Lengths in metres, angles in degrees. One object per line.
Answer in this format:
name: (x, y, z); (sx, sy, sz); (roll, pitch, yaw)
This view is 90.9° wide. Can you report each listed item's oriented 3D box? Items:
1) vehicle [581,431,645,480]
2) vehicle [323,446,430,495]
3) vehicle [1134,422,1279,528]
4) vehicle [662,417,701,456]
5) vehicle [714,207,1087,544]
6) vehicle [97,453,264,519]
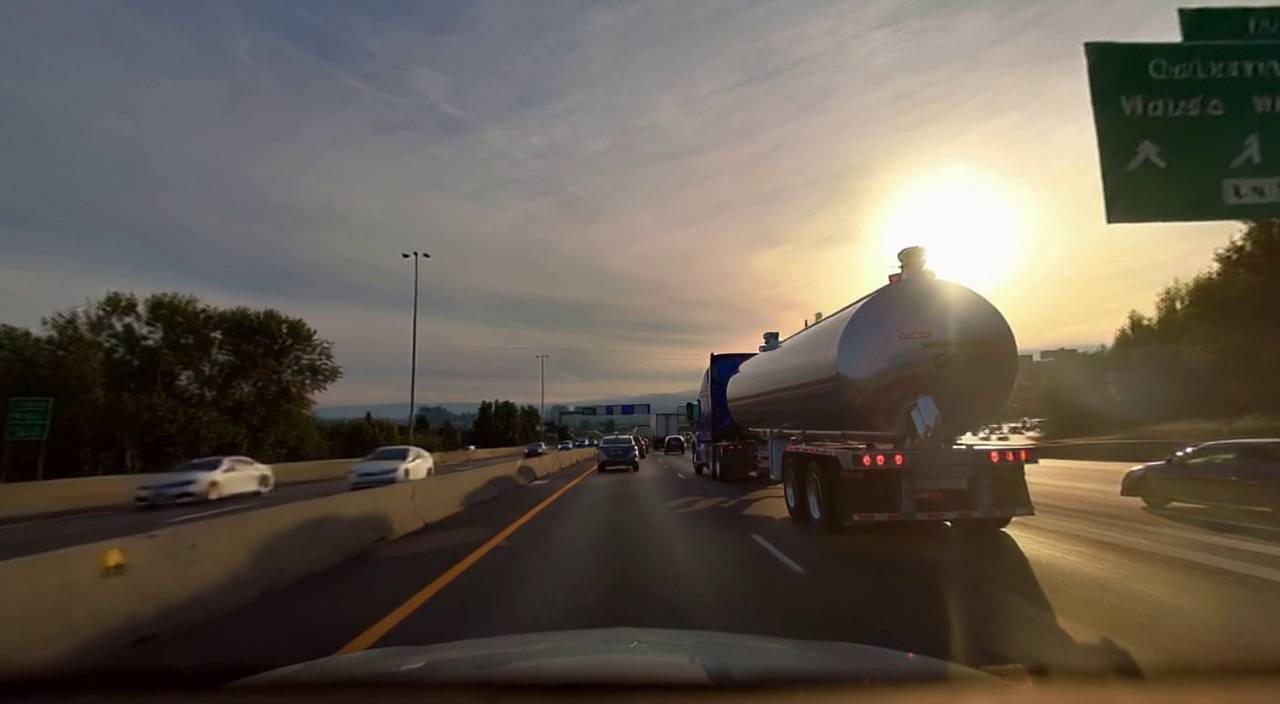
vehicle: (-0.861, 3.481, 21.480); (2.000, 1.510, 3.518); (0, -8, 0)
vehicle: (-8.941, 4.035, 21.860); (1.951, 1.460, 4.219); (0, -8, -1)
vehicle: (9.832, 1.798, 9.357); (1.739, 1.471, 3.889); (0, -8, -2)
vehicle: (3.133, 6.552, 48.820); (2.475, 2.782, 4.986); (0, -8, -3)
vehicle: (3.502, 0.835, 11.906); (2.826, 3.905, 9.262); (0, -8, -1)
vehicle: (-12.799, 3.696, 17.951); (1.905, 1.541, 4.030); (0, -8, -4)
